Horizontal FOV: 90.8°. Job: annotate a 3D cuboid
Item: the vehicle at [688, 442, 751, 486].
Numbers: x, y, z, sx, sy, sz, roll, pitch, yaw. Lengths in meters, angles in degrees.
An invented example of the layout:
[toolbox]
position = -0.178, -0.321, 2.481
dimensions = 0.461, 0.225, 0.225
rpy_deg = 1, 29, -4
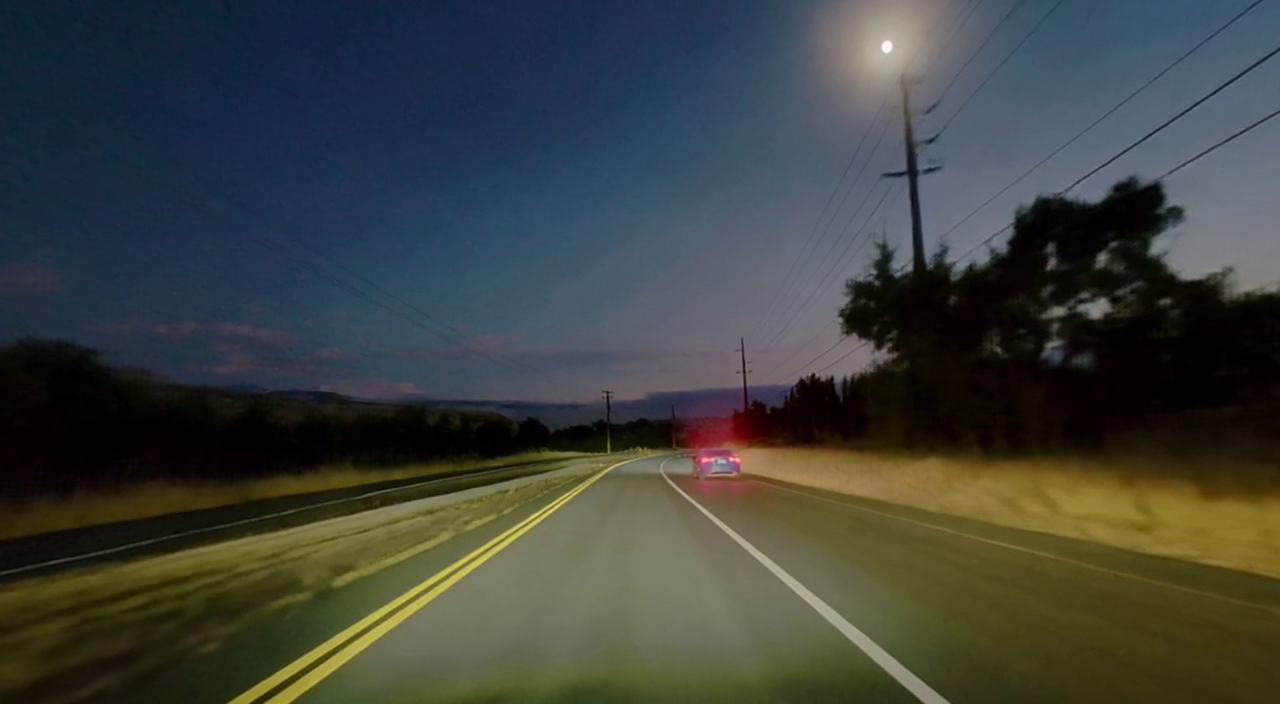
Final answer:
[vehicle]
position = 3.324, 4.770, 27.206
dimensions = 2.135, 1.692, 4.185
rpy_deg = 0, -9, 0
